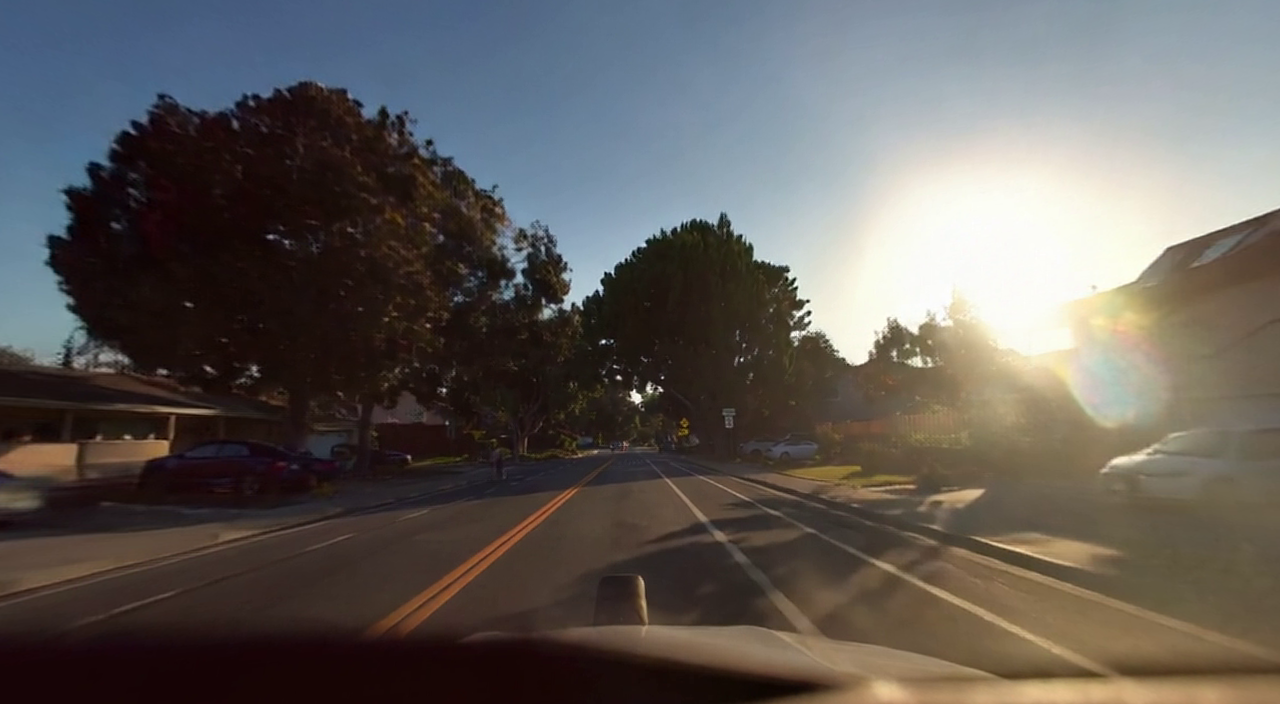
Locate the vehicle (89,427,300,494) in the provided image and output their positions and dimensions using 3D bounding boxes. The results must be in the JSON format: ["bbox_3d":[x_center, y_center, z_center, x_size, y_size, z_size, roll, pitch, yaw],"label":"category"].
[{"bbox_3d":[-12.835,3.139,18.441,4.549,1.802,2.081,0,-9,2],"label":"vehicle"}]

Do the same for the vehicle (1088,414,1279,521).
[{"bbox_3d":[10.763,1.839,10.747,4.751,1.518,1.885,-4,-9,-1],"label":"vehicle"}]

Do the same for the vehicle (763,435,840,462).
[{"bbox_3d":[10.776,6.462,42.349,4.493,1.493,1.926,-3,-8,-4],"label":"vehicle"}]
